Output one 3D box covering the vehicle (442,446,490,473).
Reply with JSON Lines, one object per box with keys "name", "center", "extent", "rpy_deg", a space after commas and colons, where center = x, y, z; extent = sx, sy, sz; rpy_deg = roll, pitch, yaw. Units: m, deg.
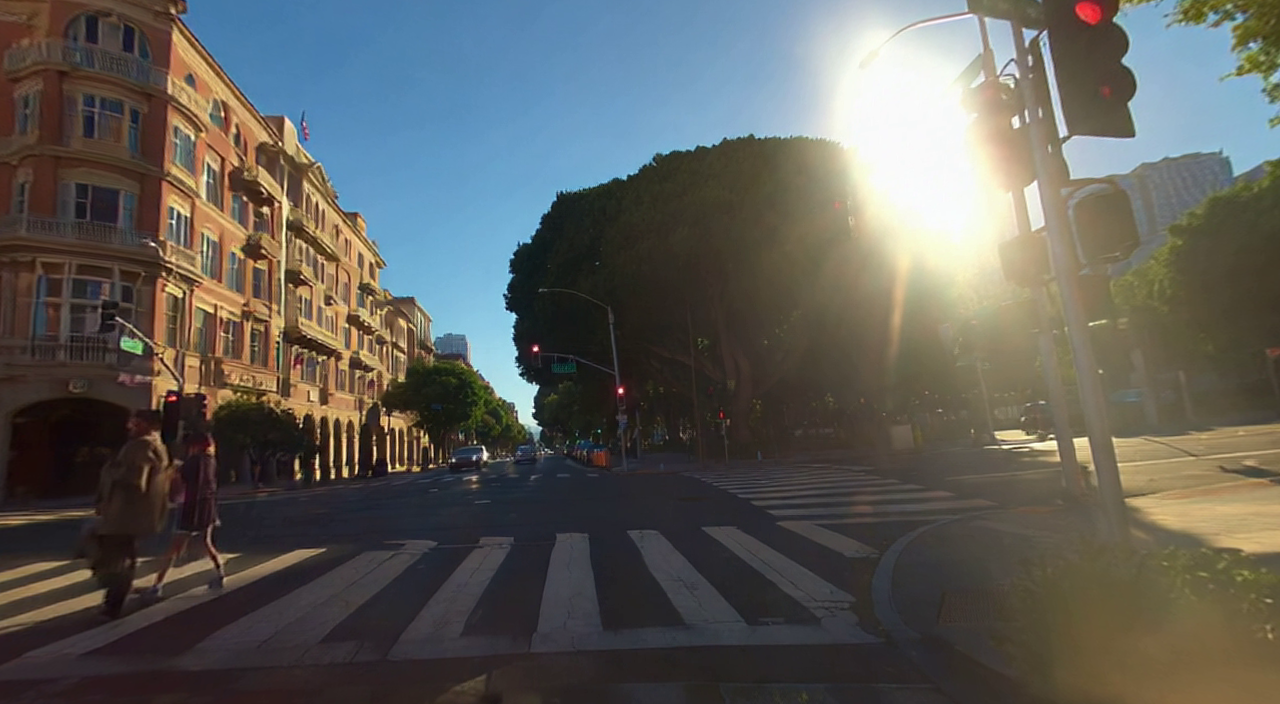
{"name": "vehicle", "center": [-10.454, 6.469, 38.170], "extent": [2.196, 1.503, 4.371], "rpy_deg": [1, -8, -8]}
